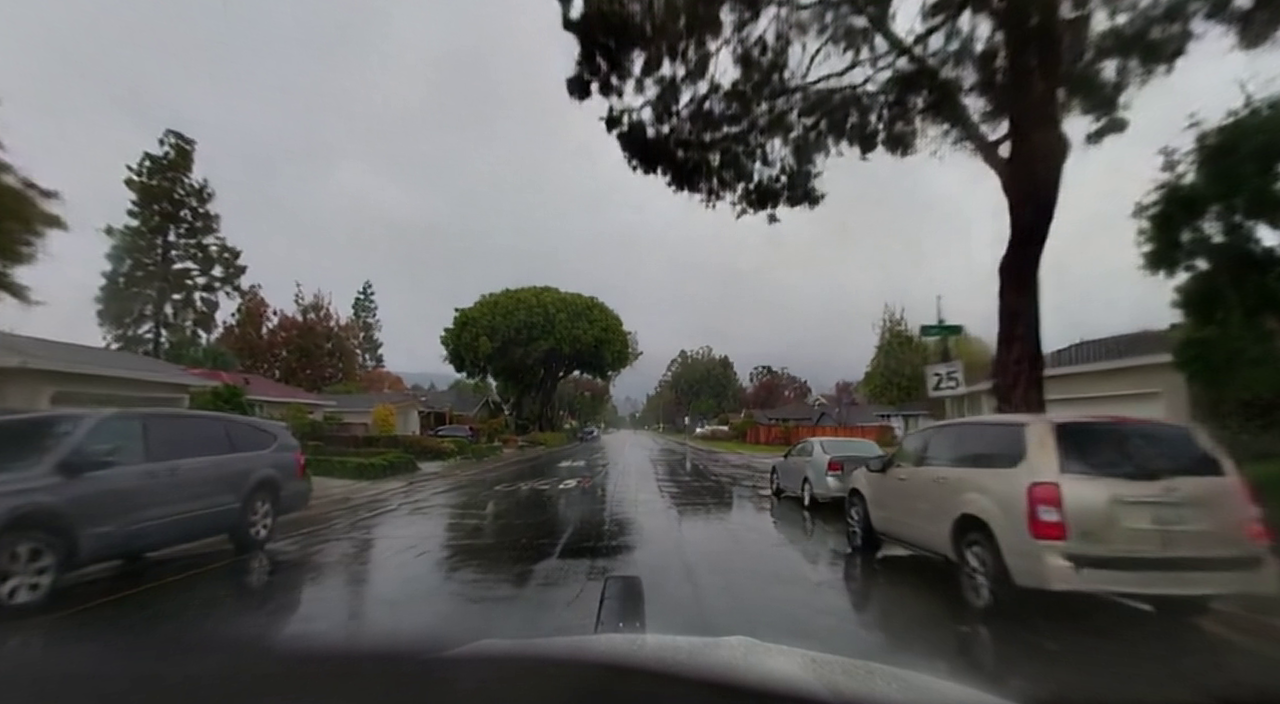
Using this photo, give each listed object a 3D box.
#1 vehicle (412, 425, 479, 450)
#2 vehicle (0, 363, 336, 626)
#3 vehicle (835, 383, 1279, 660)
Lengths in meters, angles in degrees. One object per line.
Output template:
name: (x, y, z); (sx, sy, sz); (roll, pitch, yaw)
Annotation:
vehicle: (-13.372, 5.885, 43.507); (3.921, 1.629, 1.832); (0, -10, 2)
vehicle: (-6.026, 1.476, 7.294); (2.322, 1.949, 5.695); (-1, -9, -2)
vehicle: (3.736, 1.395, 6.334); (2.033, 1.730, 4.554); (0, -8, -1)
